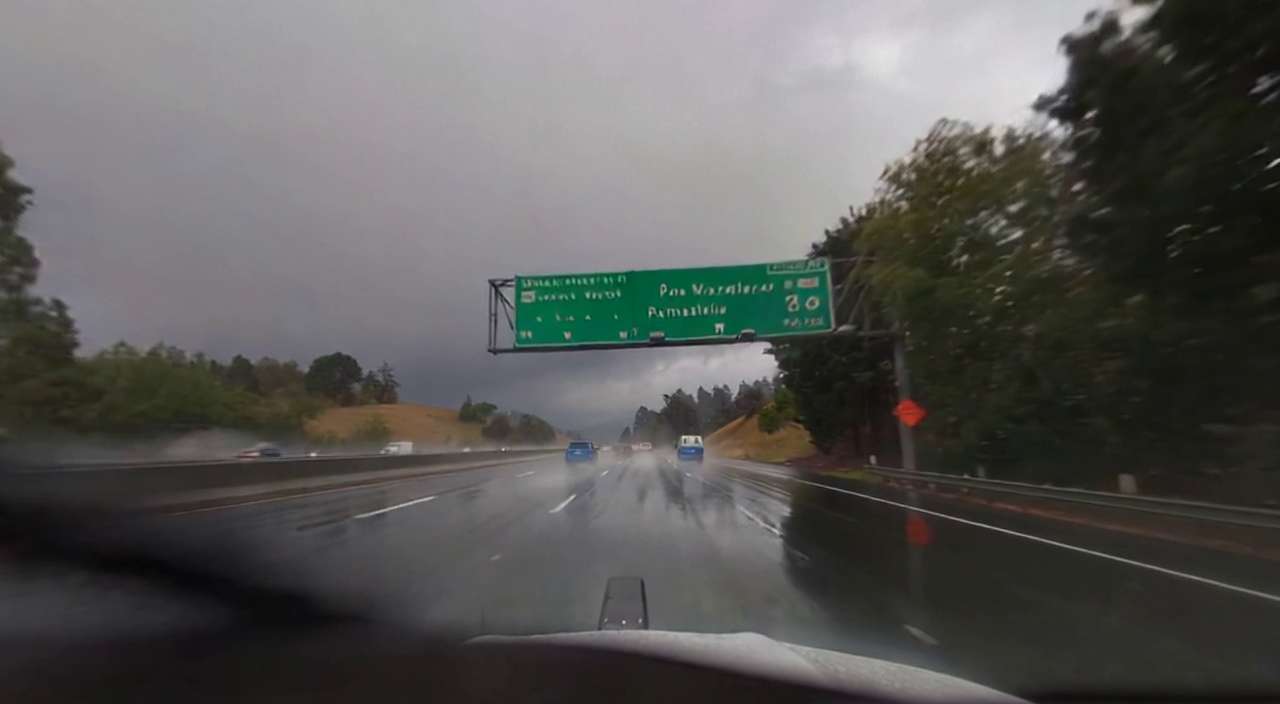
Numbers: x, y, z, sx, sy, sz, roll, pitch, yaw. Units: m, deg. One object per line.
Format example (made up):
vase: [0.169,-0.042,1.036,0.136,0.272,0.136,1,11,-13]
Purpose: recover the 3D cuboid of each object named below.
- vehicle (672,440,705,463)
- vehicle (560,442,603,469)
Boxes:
vehicle: [3.664,7.629,48.624,2.168,1.681,4.279,0,-8,0]
vehicle: [-3.492,6.271,38.475,2.159,1.562,4.441,0,-8,1]
